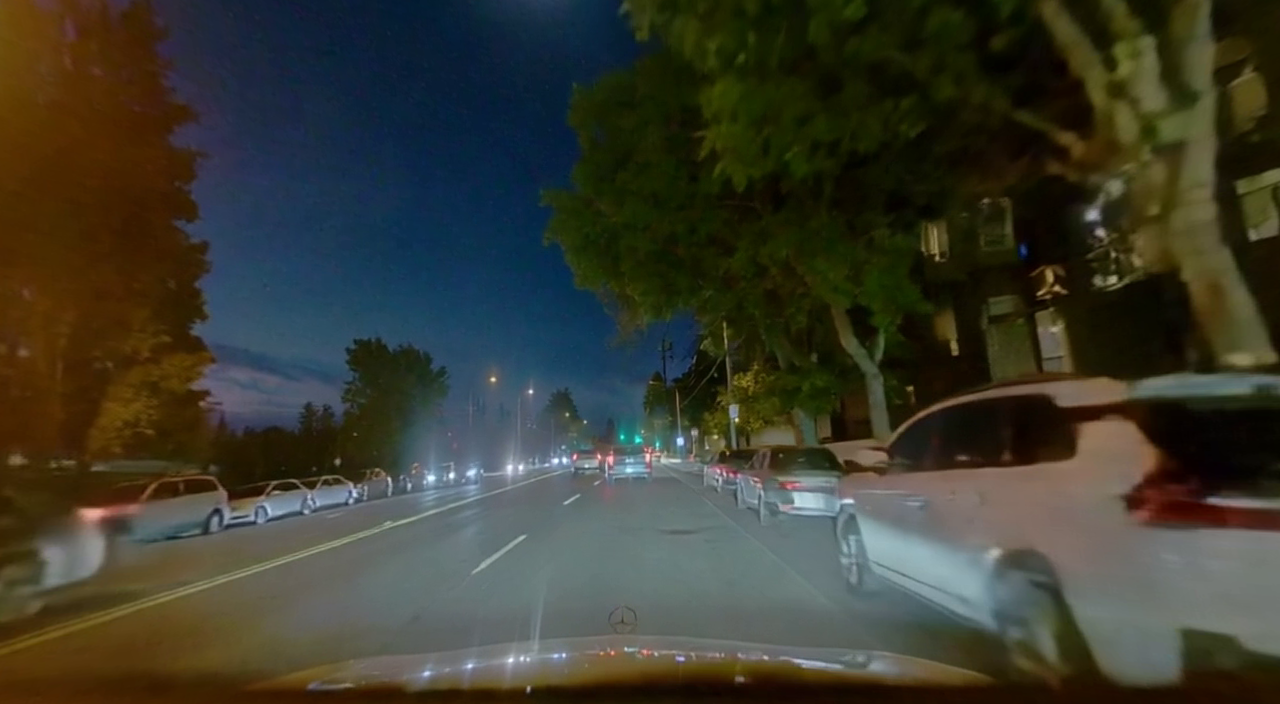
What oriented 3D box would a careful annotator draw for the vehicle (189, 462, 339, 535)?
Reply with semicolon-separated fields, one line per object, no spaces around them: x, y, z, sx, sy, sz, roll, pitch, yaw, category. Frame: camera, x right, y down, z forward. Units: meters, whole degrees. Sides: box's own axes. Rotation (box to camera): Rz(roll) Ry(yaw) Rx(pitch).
-12.346;4.760;21.230;1.979;1.815;5.139;-6;-9;-1;vehicle

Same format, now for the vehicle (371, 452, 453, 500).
-12.142;6.571;34.120;2.264;2.010;5.742;-4;-7;0;vehicle

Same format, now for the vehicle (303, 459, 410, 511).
-12.167;5.698;27.601;2.076;1.600;5.382;-8;-9;0;vehicle

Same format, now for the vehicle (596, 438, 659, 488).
-0.400;3.896;22.418;2.041;1.575;4.304;0;-9;0;vehicle

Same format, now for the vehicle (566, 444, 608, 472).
-3.066;6.254;37.351;2.117;1.528;4.277;0;-9;0;vehicle

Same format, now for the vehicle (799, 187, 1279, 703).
2.508;0.860;3.315;2.119;1.884;4.567;0;-9;0;vehicle

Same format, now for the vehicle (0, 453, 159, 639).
-6.373;1.611;4.622;1.998;1.518;4.817;-5;-9;0;vehicle

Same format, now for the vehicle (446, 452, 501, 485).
-9.137;6.396;35.091;1.918;1.648;4.163;0;-9;0;vehicle
